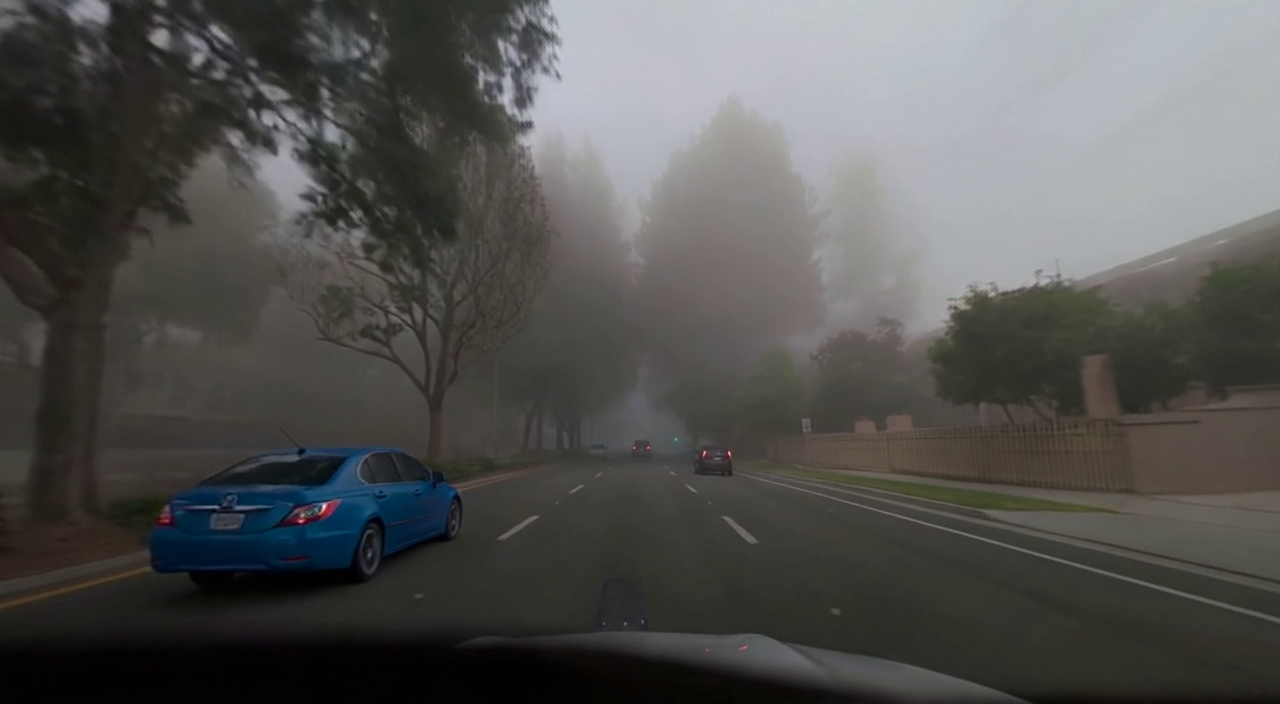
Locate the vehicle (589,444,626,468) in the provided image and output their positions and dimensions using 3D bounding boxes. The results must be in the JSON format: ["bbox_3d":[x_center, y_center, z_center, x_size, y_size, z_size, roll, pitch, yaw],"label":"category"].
[{"bbox_3d":[-2.039,6.726,40.936,1.940,1.473,4.133,-1,-9,4],"label":"vehicle"}]

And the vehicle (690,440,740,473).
[{"bbox_3d":[4.014,5.671,34.441,2.182,1.688,4.187,0,-9,0],"label":"vehicle"}]

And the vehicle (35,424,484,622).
[{"bbox_3d":[-3.559,1.691,7.405,2.091,1.503,4.989,0,-8,1],"label":"vehicle"}]
